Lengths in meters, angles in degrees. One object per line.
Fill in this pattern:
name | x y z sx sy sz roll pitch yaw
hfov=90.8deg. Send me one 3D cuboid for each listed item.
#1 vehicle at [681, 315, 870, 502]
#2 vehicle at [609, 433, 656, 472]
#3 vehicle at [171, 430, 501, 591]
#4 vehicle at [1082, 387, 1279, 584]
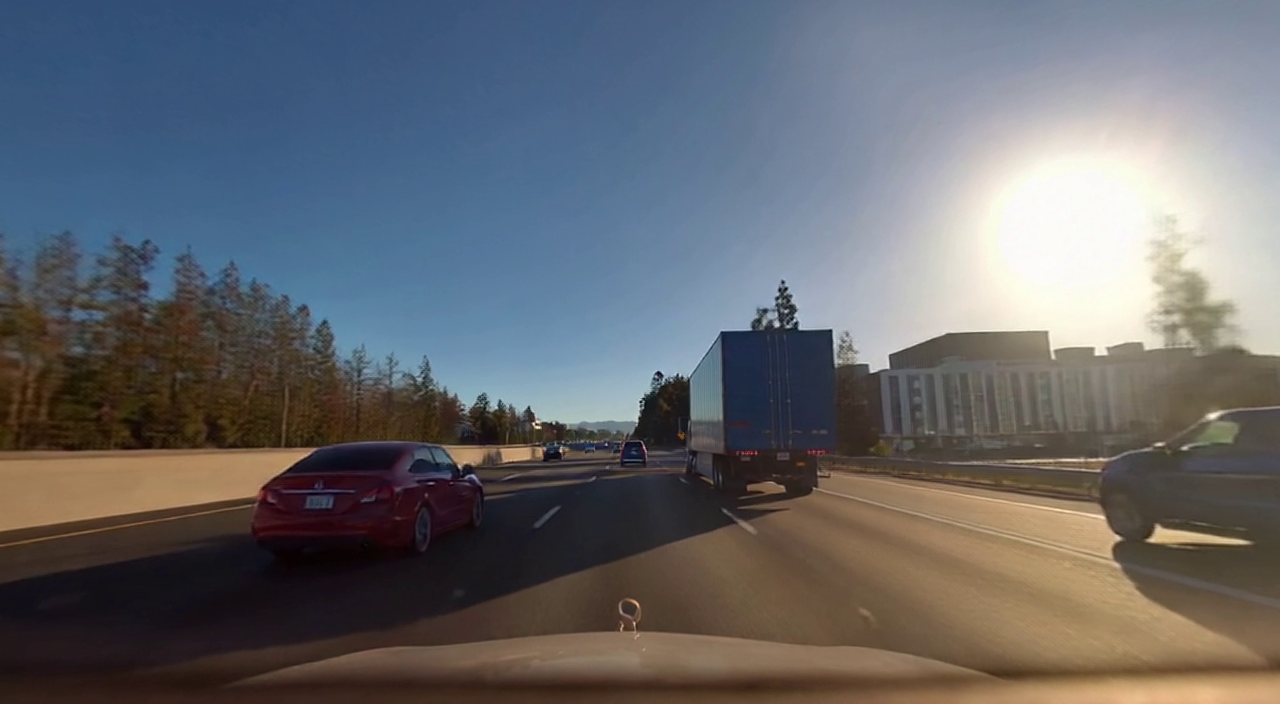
vehicle | 3.418 2.344 21.355 2.876 4.086 15.117 0 -9 -1
vehicle | -0.379 5.039 31.786 2.203 1.805 4.358 0 -9 -1
vehicle | -3.205 1.764 7.932 1.864 1.406 4.544 0 -9 0
vehicle | 6.952 1.184 5.552 2.106 1.795 5.489 0 -9 0
